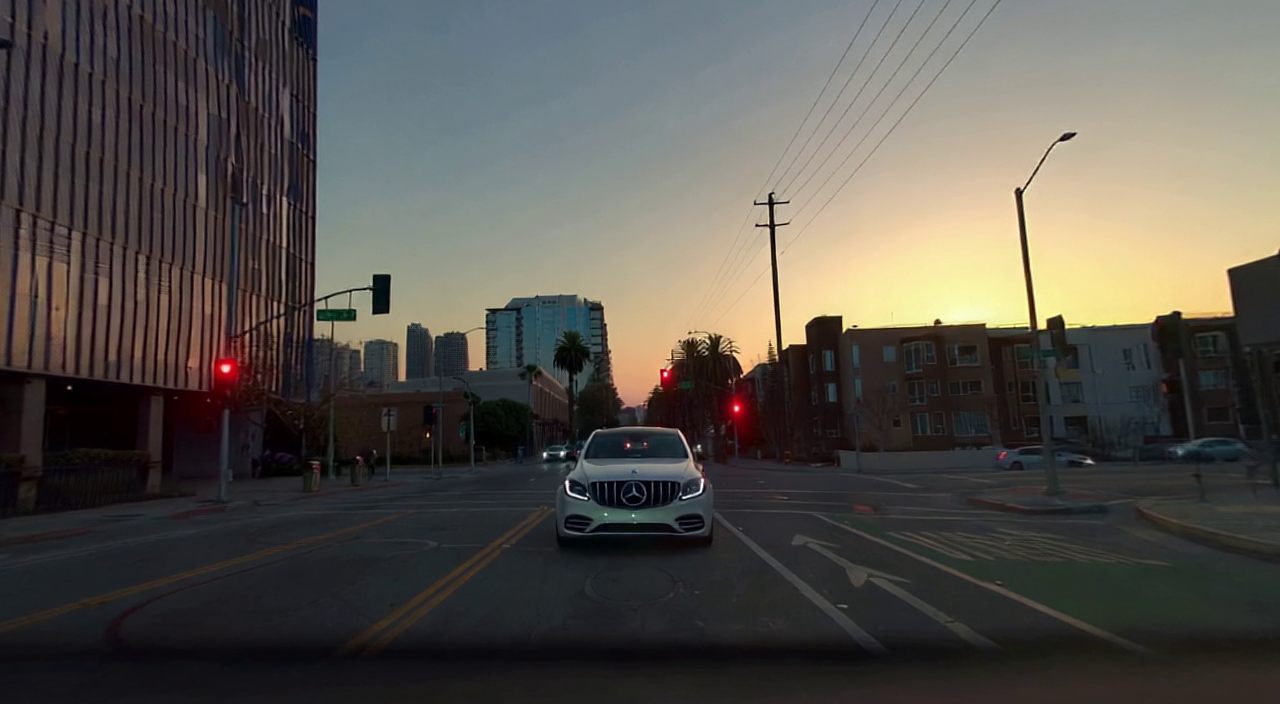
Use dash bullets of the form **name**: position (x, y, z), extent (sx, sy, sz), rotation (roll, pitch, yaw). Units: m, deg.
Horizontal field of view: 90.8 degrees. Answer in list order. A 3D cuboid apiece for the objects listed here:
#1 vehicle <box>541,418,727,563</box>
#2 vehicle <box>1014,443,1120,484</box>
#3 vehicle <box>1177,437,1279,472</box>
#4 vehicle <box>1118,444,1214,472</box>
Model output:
- **vehicle**: position (-0.079, 1.877, 9.238), extent (2.144, 1.643, 3.770), rotation (0, -8, 0)
- **vehicle**: position (18.289, 4.718, 27.050), extent (4.118, 1.593, 2.004), rotation (4, -10, -29)
- **vehicle**: position (32.315, 5.500, 34.054), extent (4.649, 1.760, 2.029), rotation (-1, -8, 3)
- **vehicle**: position (32.231, 6.475, 38.778), extent (4.234, 1.613, 1.812), rotation (0, -8, -1)
